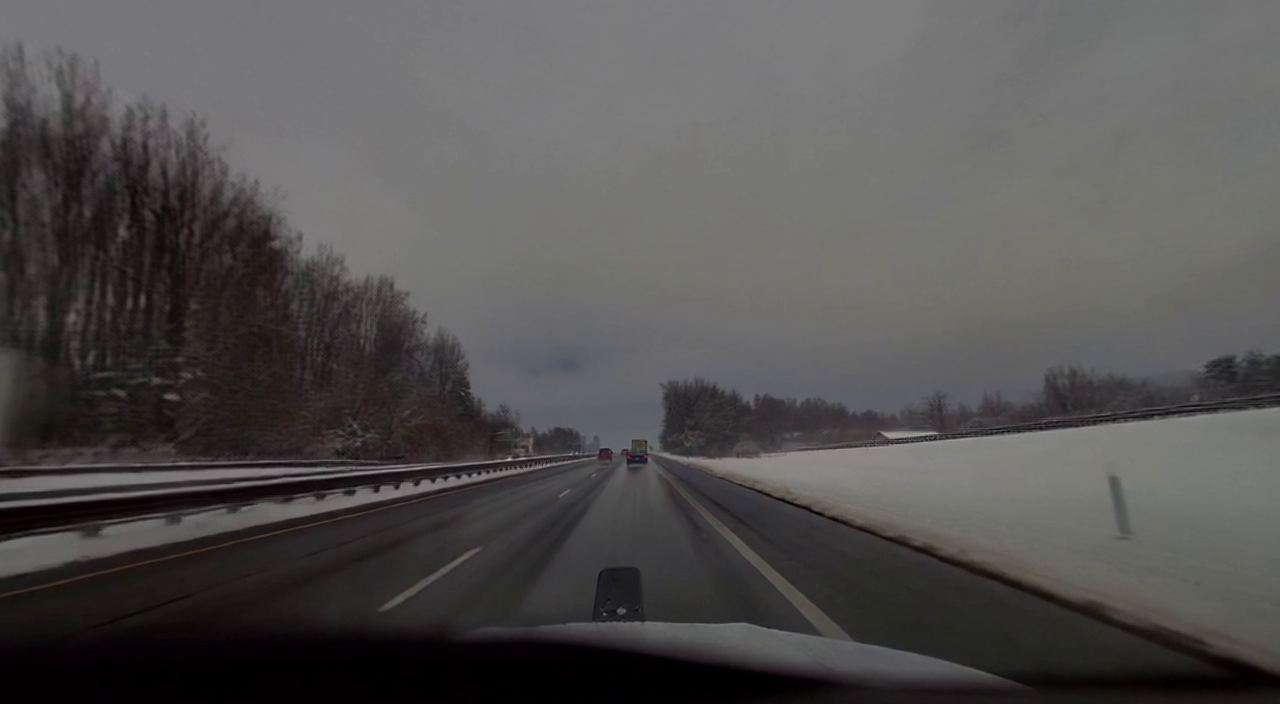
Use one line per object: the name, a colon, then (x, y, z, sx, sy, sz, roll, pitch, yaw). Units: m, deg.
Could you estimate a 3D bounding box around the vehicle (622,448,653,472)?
vehicle: (-0.155, 6.699, 39.222, 1.853, 1.436, 3.438, 0, -9, -1)
